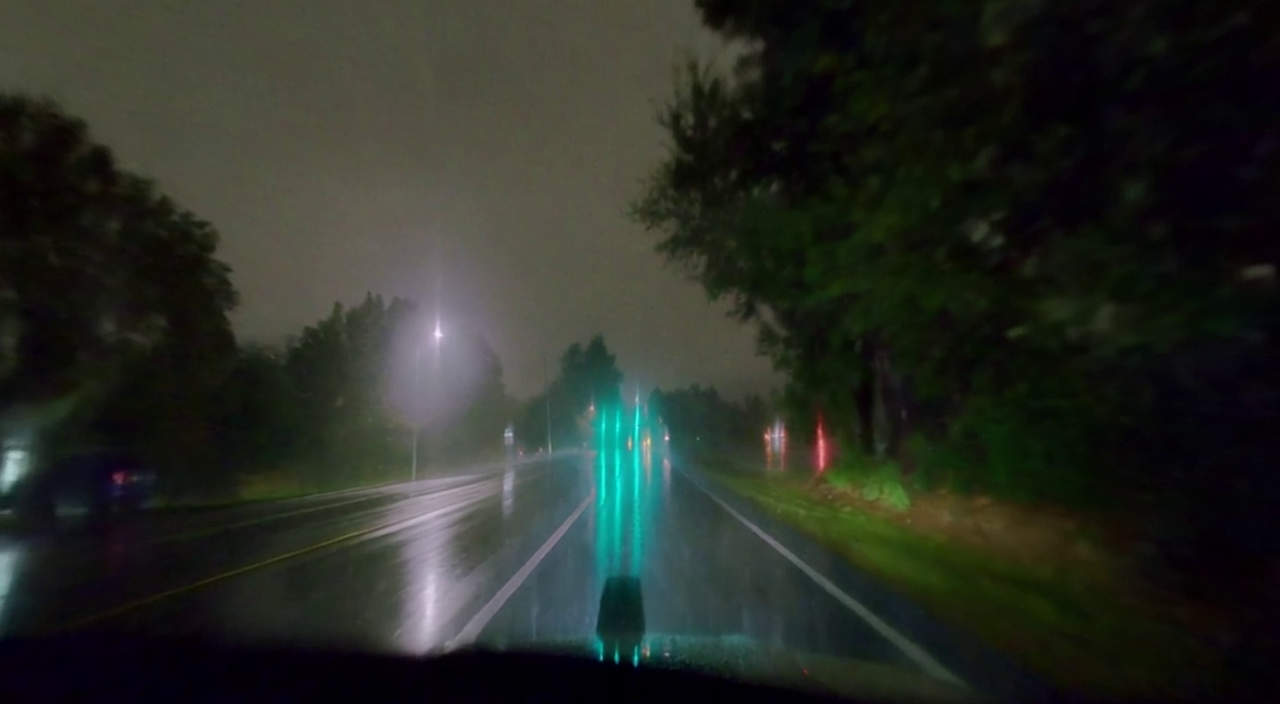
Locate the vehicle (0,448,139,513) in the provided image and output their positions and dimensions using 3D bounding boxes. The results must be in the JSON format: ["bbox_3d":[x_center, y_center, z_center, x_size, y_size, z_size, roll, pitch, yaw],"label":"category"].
[{"bbox_3d":[-20.549,4.469,21.896,4.655,1.832,2.227,-5,-7,2],"label":"vehicle"}]
